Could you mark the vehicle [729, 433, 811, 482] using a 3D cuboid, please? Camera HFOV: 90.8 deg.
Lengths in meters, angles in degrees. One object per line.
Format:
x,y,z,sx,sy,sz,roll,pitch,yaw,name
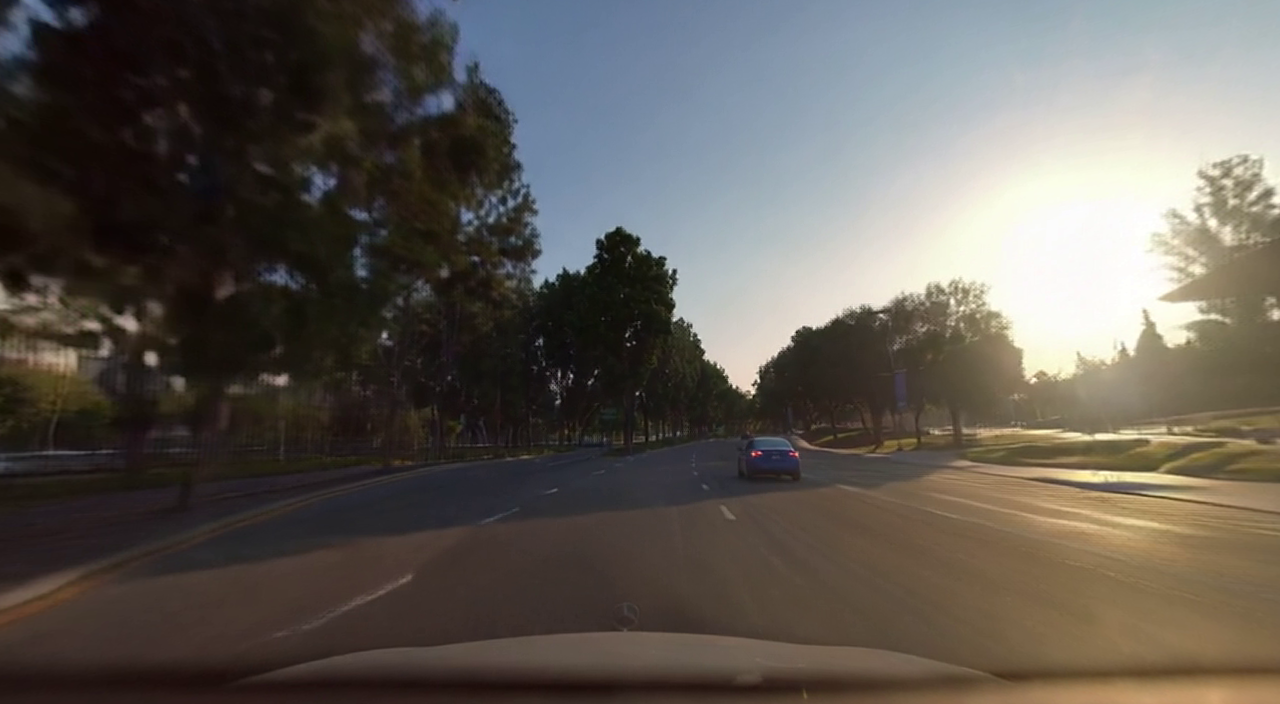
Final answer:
4.199,3.501,21.210,1.928,1.481,4.453,0,-9,2,vehicle
